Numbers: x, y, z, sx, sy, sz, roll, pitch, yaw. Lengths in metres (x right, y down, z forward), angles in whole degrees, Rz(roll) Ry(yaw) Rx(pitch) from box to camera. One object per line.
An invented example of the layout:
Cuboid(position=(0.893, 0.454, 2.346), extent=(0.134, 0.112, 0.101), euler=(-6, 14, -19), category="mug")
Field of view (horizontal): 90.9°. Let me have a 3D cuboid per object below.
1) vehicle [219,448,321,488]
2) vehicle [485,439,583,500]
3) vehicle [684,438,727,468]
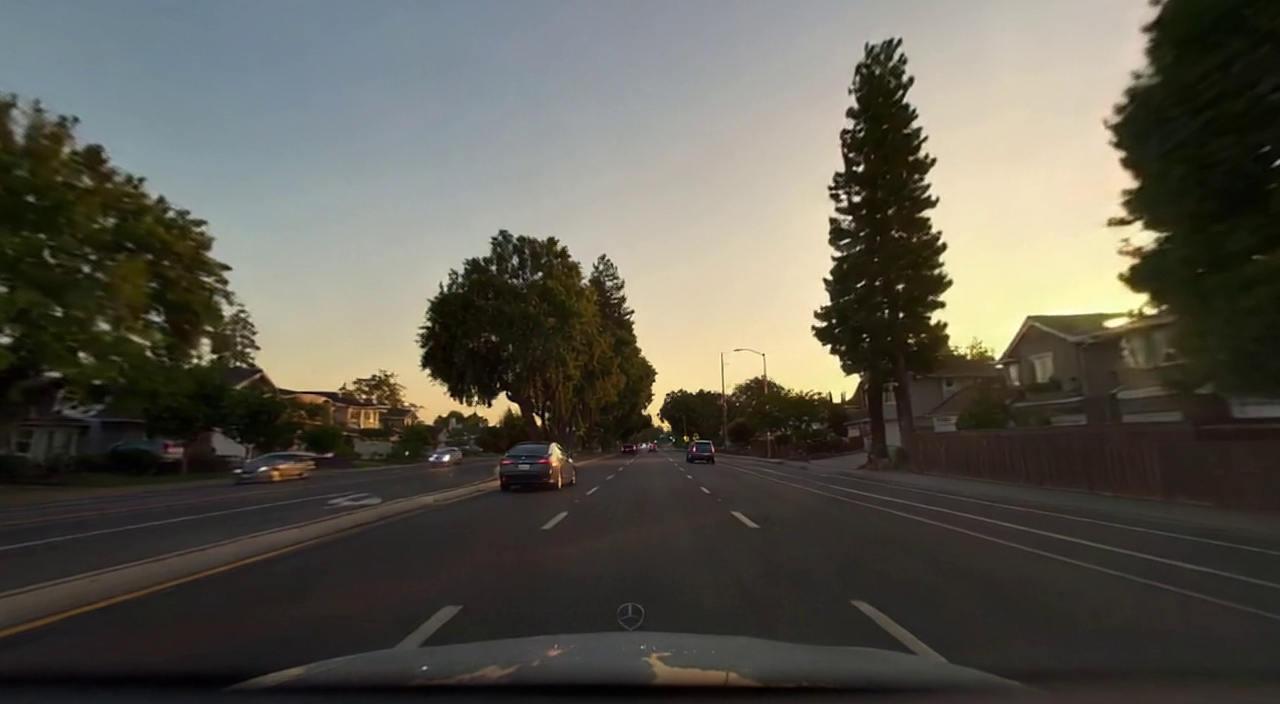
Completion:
Cuboid(position=(-17.200, 5.377, 29.618), extent=(2.012, 1.702, 4.458), euler=(0, -8, 1), category="vehicle")
Cuboid(position=(-2.890, 3.295, 18.227), extent=(1.966, 1.524, 4.410), euler=(0, -8, 1), category="vehicle")
Cuboid(position=(4.083, 6.389, 40.065), extent=(2.114, 1.780, 4.445), euler=(0, -8, -1), category="vehicle")
